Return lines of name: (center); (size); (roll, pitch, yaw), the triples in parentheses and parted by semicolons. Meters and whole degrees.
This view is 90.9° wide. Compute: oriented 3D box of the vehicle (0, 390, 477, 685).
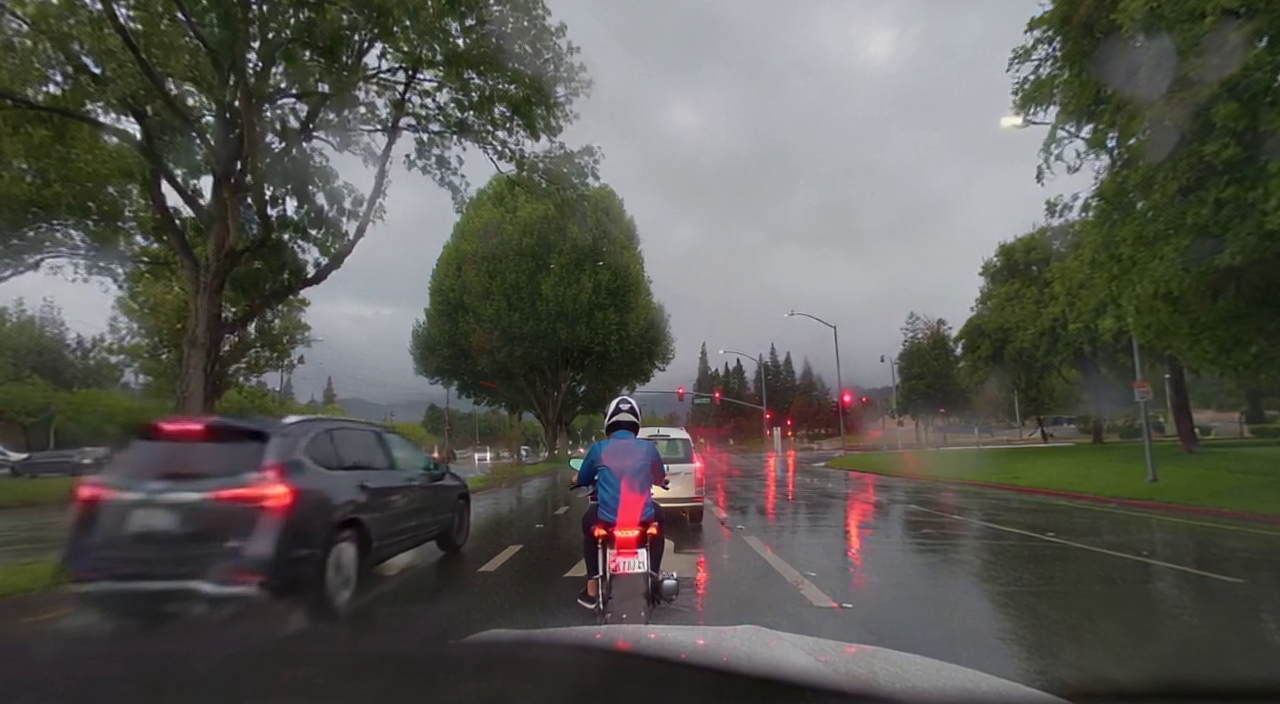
vehicle: (-3.291, 1.409, 6.147); (2.056, 1.647, 5.045); (0, -8, 0)

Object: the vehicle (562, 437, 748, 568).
vehicle: (0.126, 2.026, 9.409); (2.093, 1.450, 4.437); (0, -8, -1)
